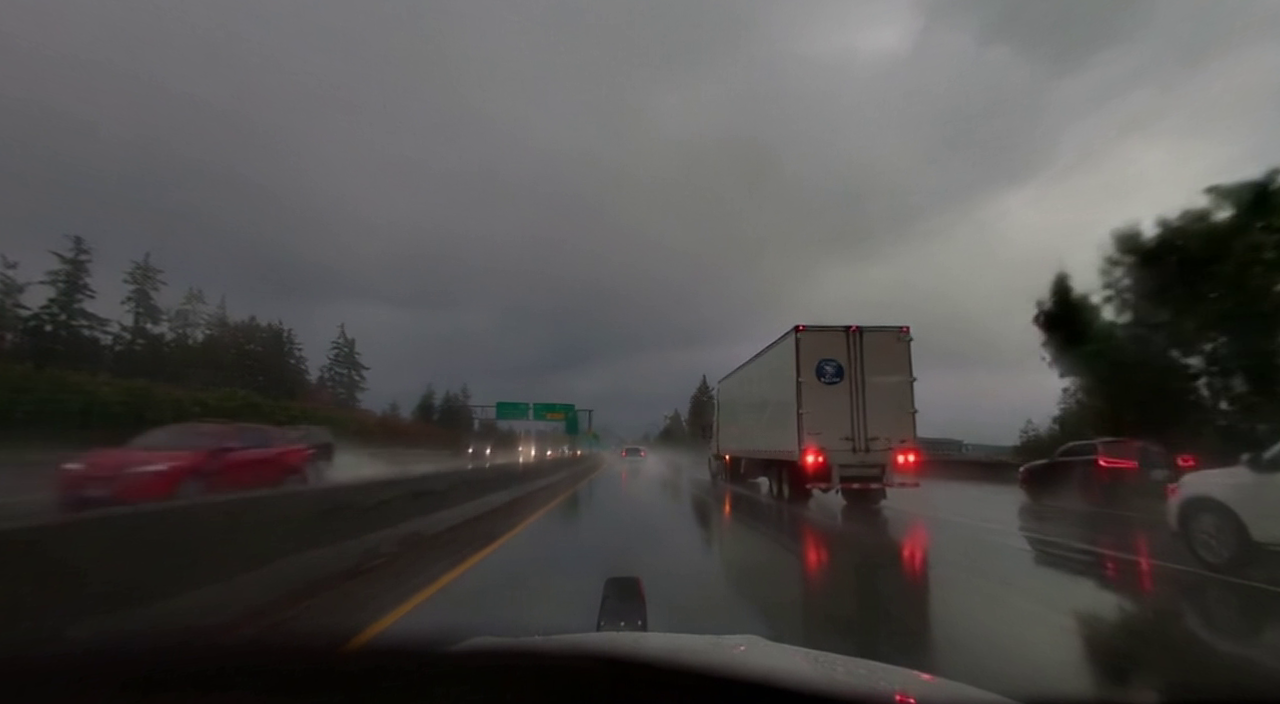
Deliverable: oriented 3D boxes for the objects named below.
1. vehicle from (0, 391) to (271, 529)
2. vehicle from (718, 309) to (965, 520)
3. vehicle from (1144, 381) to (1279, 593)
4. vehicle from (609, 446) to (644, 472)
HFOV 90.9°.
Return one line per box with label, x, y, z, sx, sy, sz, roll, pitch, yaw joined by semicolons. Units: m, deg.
vehicle;-7.873;1.560;9.369;1.839;1.512;4.771;0;-9;1
vehicle;4.672;2.227;19.025;2.890;4.006;14.039;0;-9;0
vehicle;6.764;1.024;4.498;2.128;1.872;5.043;0;-9;0
vehicle;-0.831;6.799;40.197;2.111;1.599;3.859;0;-9;-1
